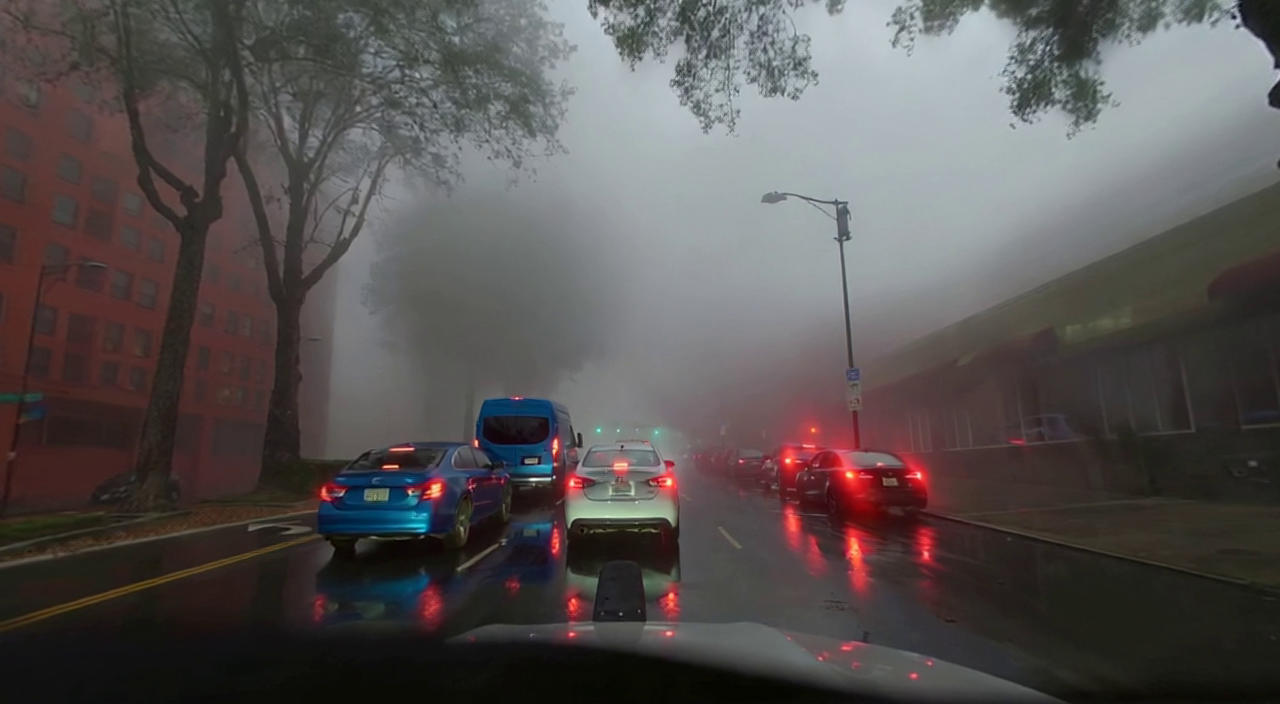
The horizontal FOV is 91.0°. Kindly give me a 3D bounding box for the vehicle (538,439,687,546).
[{"bbox_3d":[-0.387,2.351,11.227,2.152,1.518,4.113,0,-9,0],"label":"vehicle"}]

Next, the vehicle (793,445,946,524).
[{"bbox_3d":[4.908,2.864,14.178,1.832,1.491,4.054,1,-9,-1],"label":"vehicle"}]

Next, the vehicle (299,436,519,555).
[{"bbox_3d":[-3.519,2.259,10.694,1.995,1.554,4.426,0,-9,1],"label":"vehicle"}]

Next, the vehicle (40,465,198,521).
[{"bbox_3d":[-17.869,4.811,21.923,1.802,1.609,4.284,0,-9,0],"label":"vehicle"}]
